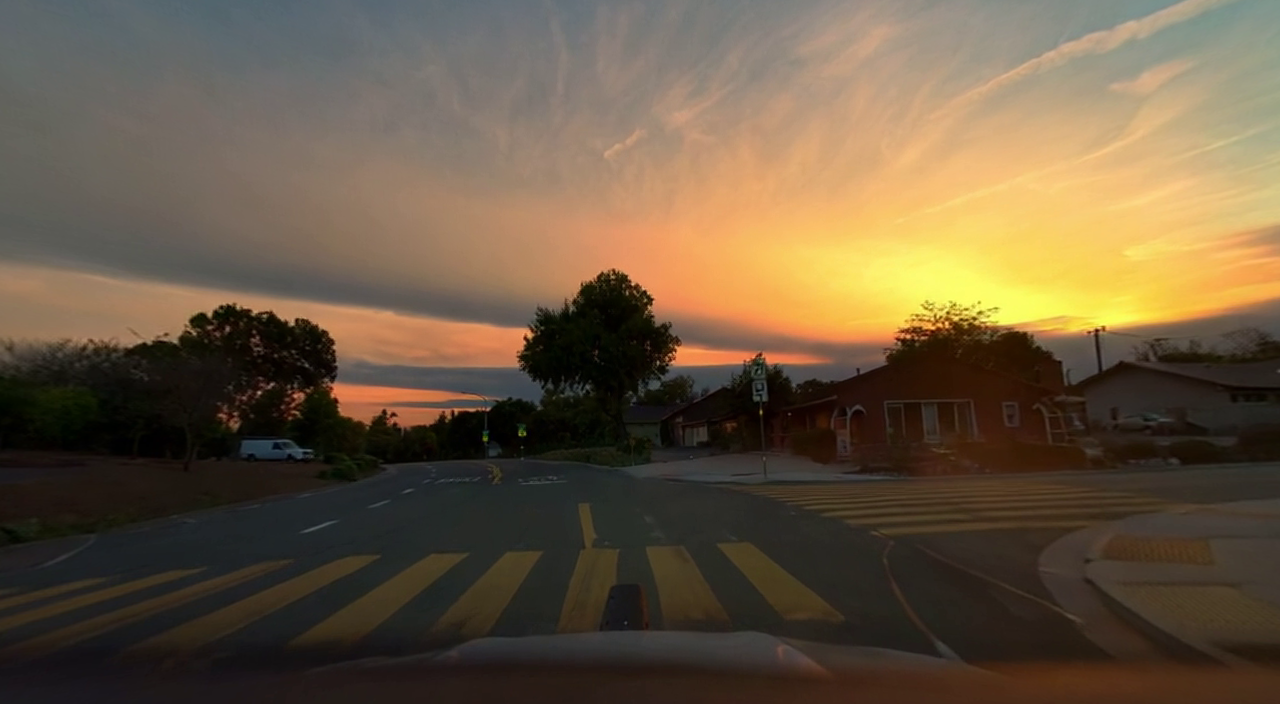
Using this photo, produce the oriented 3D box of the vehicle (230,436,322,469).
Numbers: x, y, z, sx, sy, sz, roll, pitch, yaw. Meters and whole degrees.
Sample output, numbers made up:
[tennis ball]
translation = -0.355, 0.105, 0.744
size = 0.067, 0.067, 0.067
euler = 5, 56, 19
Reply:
[vehicle]
translation = -23.118, 6.362, 40.062
size = 4.699, 1.996, 2.116
euler = -2, -8, 11
